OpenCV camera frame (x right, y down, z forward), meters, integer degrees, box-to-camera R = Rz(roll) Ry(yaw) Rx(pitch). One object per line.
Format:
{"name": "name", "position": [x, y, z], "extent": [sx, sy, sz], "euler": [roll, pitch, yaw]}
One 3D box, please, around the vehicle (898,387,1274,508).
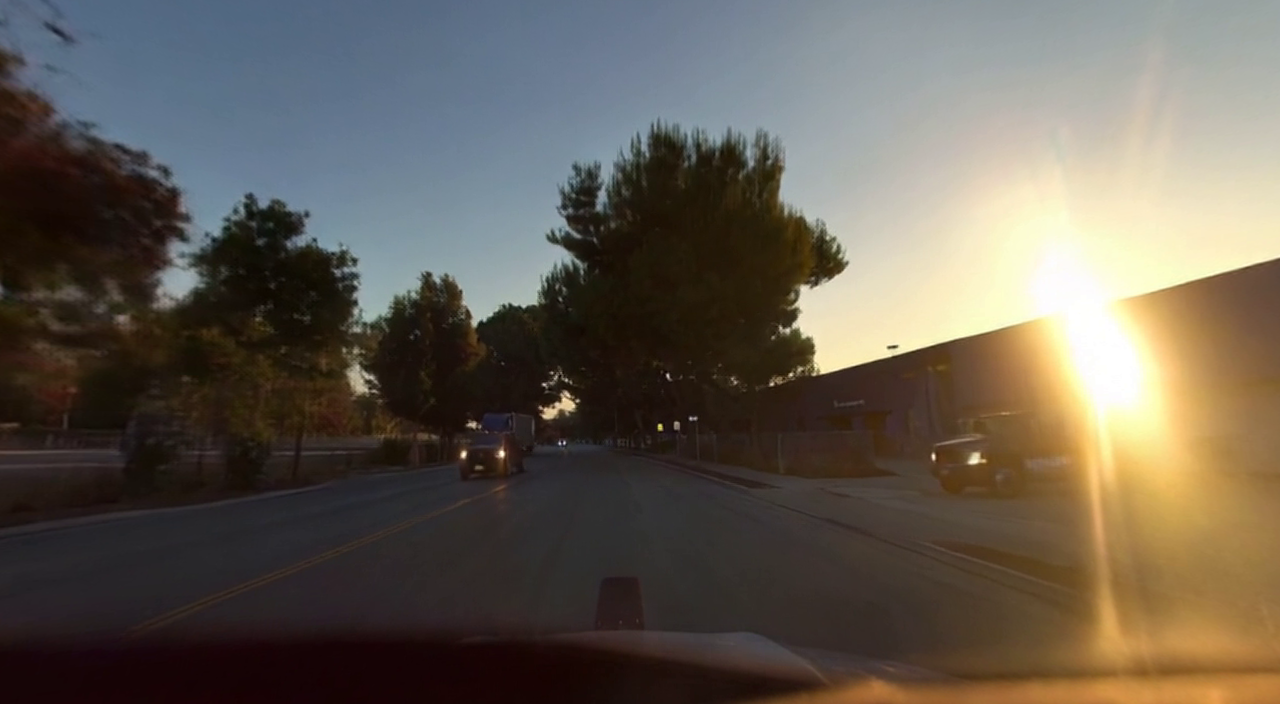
{"name": "vehicle", "position": [10.429, 2.277, 15.250], "extent": [7.188, 2.416, 2.528], "euler": [-1, -9, -4]}

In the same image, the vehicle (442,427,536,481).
{"name": "vehicle", "position": [-6.508, 4.500, 28.222], "extent": [2.770, 2.135, 6.329], "euler": [0, -8, -2]}
